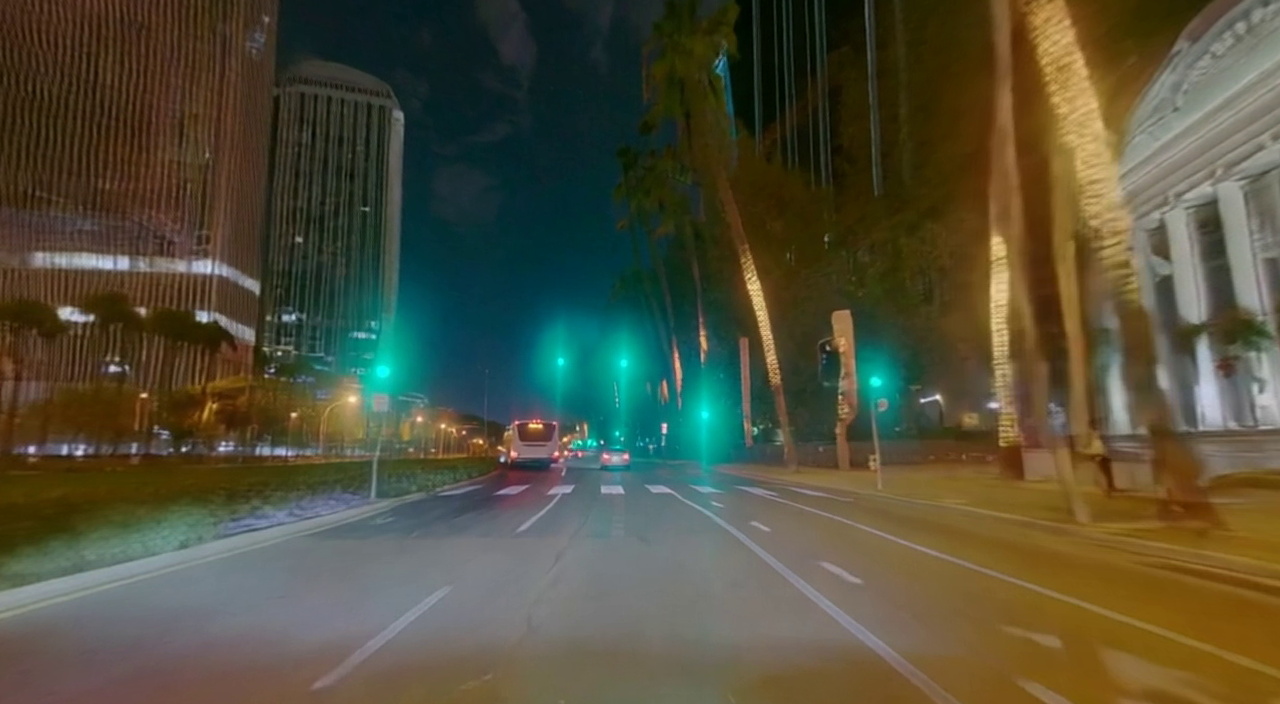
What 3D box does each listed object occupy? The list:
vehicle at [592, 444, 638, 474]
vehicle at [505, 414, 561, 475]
[{"bbox_3d":[-1.439,5.737,34.092,2.107,1.481,4.097,1,-8,-8],"label":"vehicle"},{"bbox_3d":[-5.838,5.229,35.673,2.678,3.042,8.474,1,-9,-7],"label":"vehicle"}]
